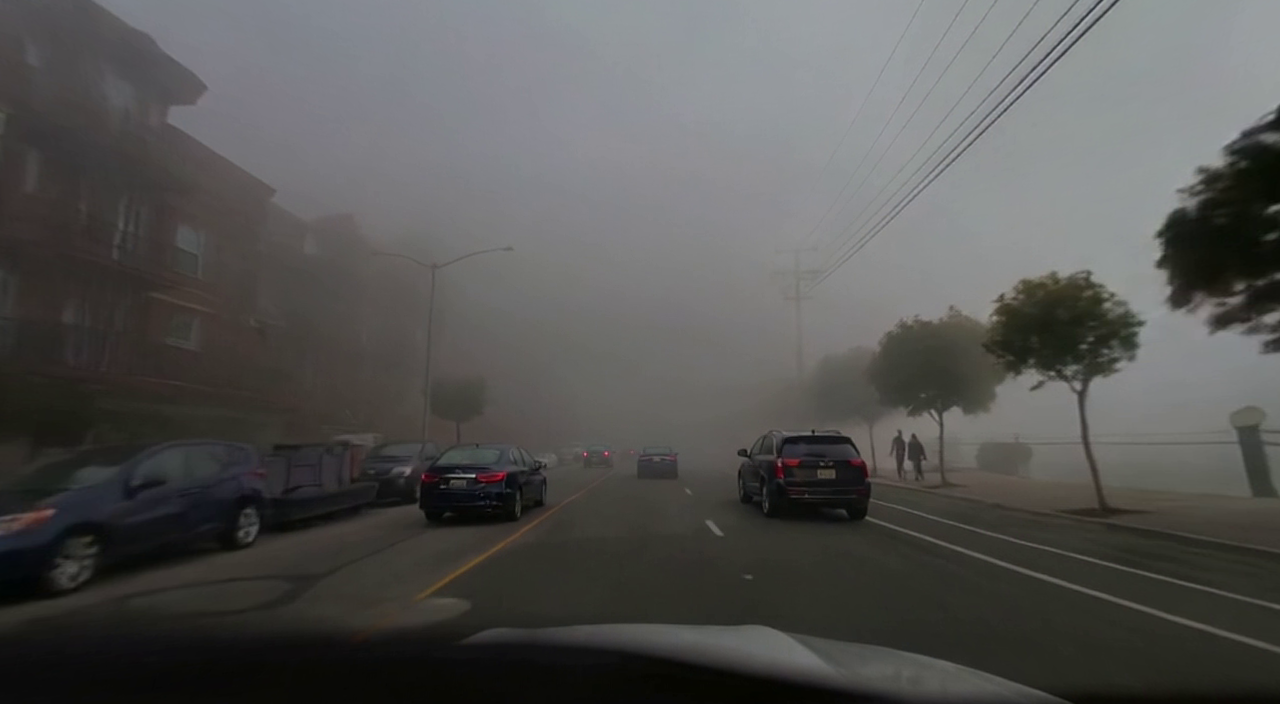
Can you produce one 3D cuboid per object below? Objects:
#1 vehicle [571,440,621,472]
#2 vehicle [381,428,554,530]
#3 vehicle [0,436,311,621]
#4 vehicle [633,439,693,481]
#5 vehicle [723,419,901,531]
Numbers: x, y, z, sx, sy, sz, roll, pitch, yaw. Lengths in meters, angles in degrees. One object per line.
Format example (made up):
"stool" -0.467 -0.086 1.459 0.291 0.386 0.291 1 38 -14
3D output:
"vehicle" -2.184 5.323 32.536 2.019 1.507 4.643 -1 -8 2
"vehicle" -3.058 2.337 12.202 2.085 1.619 3.976 -1 -8 2
"vehicle" -6.049 1.773 7.389 1.863 1.506 4.265 -1 -8 3
"vehicle" 0.882 4.172 24.718 2.139 1.466 4.373 -1 -8 1
"vehicle" 2.946 2.224 12.001 2.094 1.709 4.394 0 -8 -1
